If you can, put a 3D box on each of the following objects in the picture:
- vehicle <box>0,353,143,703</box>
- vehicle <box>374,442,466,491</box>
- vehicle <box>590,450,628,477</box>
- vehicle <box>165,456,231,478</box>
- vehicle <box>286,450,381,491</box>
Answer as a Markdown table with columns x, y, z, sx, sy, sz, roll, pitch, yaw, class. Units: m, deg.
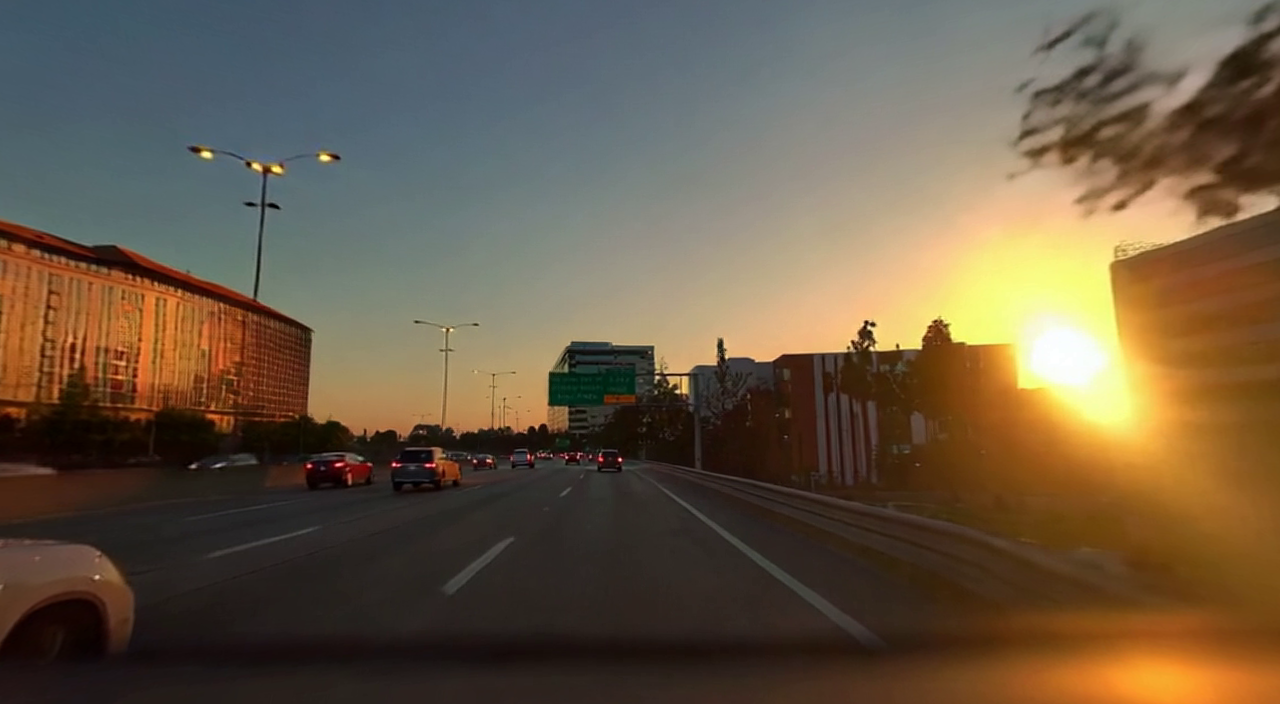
| x | y | z | sx | sy | sz | roll | pitch | yaw | class |
| --- | --- | --- | --- | --- | --- | --- | --- | --- | --- |
| -3.574 | 0.616 | 0.851 | 2.036 | 1.717 | 4.592 | 0 | -9 | 0 | vehicle |
| -8.363 | 4.389 | 24.412 | 2.065 | 1.689 | 4.399 | 0 | -9 | -2 | vehicle |
| -1.835 | 6.587 | 37.446 | 2.110 | 1.501 | 4.319 | 0 | -9 | -3 | vehicle |
| -33.415 | 8.725 | 47.776 | 1.962 | 1.510 | 4.431 | 0 | -9 | -3 | vehicle |
| -12.254 | 4.735 | 25.486 | 1.936 | 1.501 | 3.900 | 0 | -9 | -2 | vehicle |
